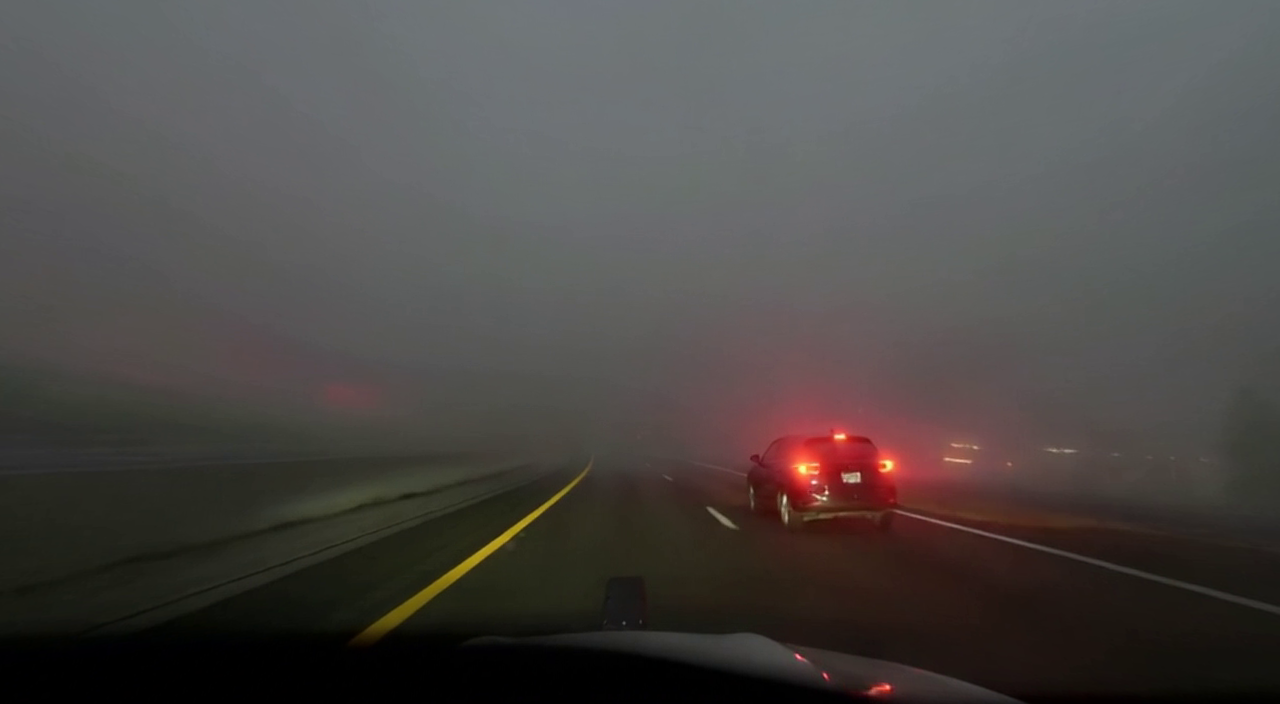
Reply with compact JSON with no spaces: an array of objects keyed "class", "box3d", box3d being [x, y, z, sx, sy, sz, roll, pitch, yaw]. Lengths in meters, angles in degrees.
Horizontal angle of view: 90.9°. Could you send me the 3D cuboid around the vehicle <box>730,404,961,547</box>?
[{"class":"vehicle","box3d":[2.802,1.815,9.819,2.059,1.715,4.192,0,-8,-2]}]
